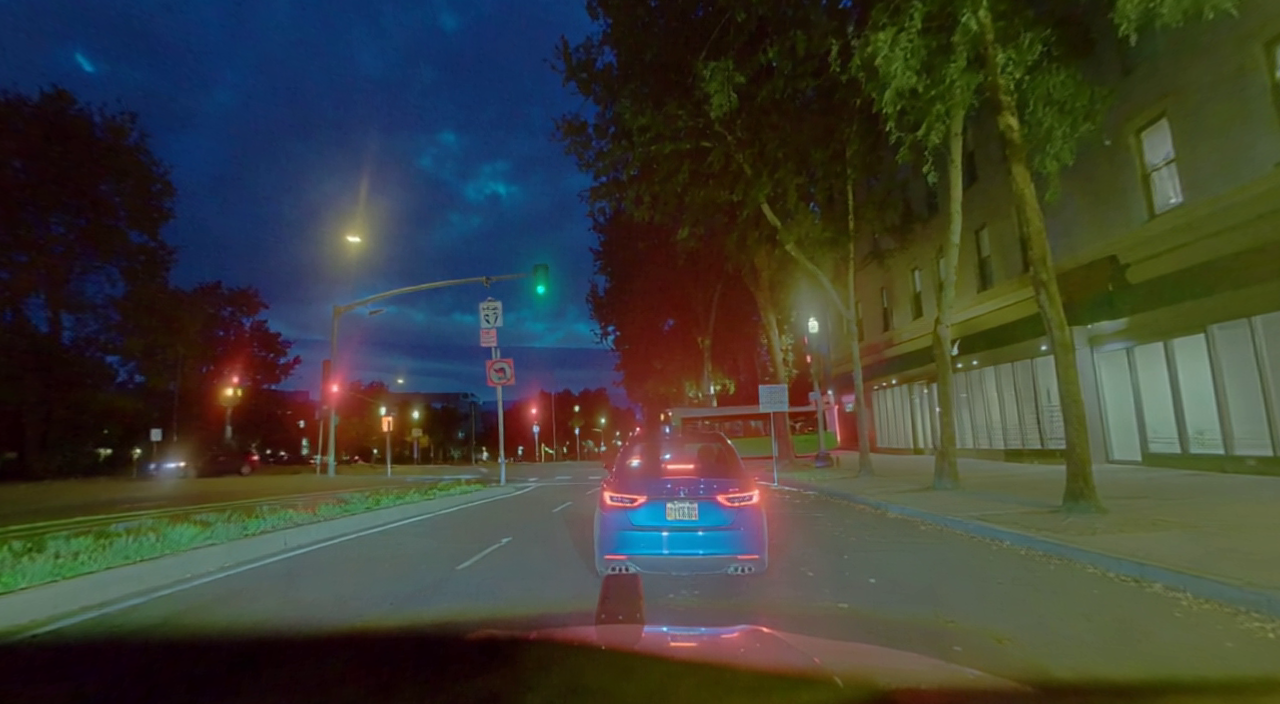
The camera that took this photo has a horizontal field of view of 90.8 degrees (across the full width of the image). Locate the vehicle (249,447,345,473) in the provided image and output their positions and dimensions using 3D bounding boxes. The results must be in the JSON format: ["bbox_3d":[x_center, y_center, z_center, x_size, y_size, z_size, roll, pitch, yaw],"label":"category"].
[{"bbox_3d":[-20.277,6.380,37.610,1.883,1.461,4.830,-4,-9,23],"label":"vehicle"}]

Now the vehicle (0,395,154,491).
[{"bbox_3d":[-25.953,3.646,25.320,2.692,3.685,10.153,-3,-9,20],"label":"vehicle"}]

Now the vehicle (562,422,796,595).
[{"bbox_3d":[0.373,1.634,7.395,2.006,1.470,3.799,0,-8,1],"label":"vehicle"}]

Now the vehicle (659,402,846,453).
[{"bbox_3d":[8.513,5.870,48.857,13.811,3.706,2.997,0,-9,-3],"label":"vehicle"}]

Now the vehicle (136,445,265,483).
[{"bbox_3d":[-20.627,5.220,29.901,1.892,1.645,4.561,-4,-9,25],"label":"vehicle"}]
